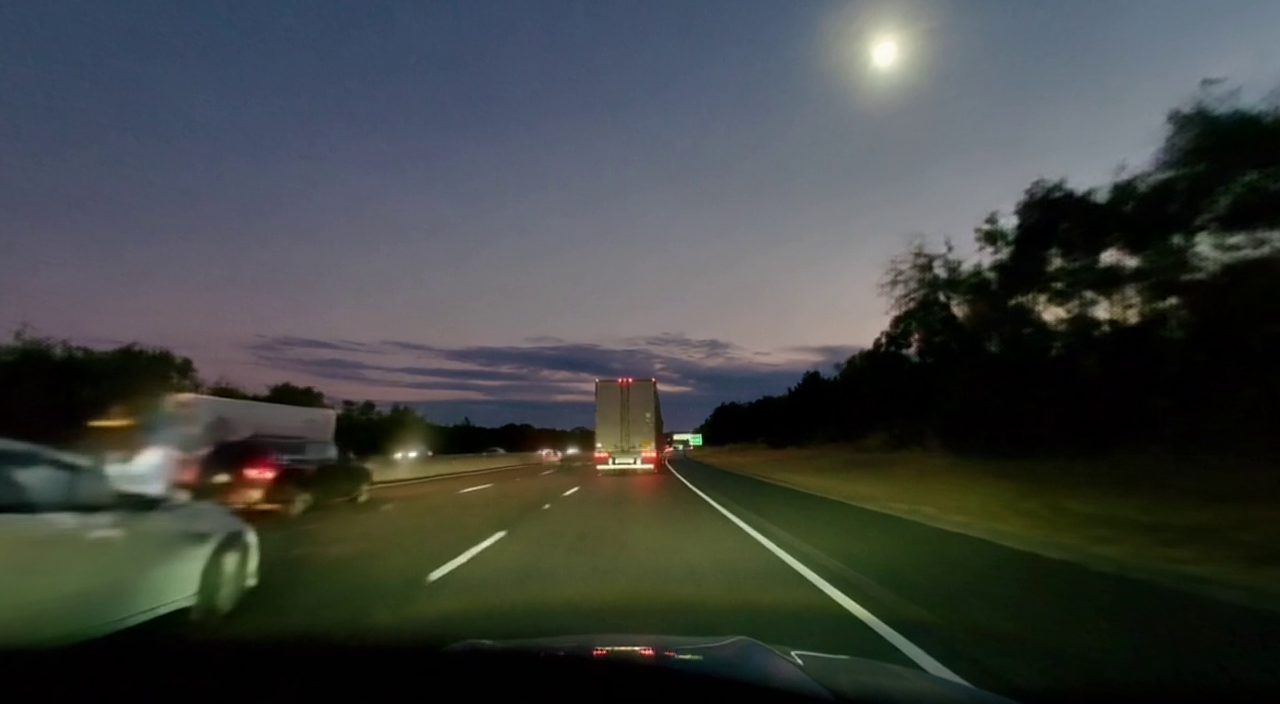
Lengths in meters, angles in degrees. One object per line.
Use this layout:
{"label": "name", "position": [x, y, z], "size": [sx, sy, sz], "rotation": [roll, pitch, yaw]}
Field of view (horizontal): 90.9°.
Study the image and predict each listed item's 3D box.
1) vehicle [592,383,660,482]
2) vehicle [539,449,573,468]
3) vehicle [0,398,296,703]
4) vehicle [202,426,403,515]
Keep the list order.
{"label": "vehicle", "position": [-0.419, 4.446, 33.610], "size": [2.851, 4.098, 14.436], "rotation": [-1, -9, 1]}
{"label": "vehicle", "position": [-6.632, 8.407, 49.905], "size": [1.967, 1.420, 4.473], "rotation": [0, -9, 1]}
{"label": "vehicle", "position": [-3.452, 0.871, 2.106], "size": [2.092, 1.465, 4.448], "rotation": [0, -9, 0]}
{"label": "vehicle", "position": [-7.564, 2.703, 14.848], "size": [2.092, 1.742, 4.691], "rotation": [0, -9, 1]}
